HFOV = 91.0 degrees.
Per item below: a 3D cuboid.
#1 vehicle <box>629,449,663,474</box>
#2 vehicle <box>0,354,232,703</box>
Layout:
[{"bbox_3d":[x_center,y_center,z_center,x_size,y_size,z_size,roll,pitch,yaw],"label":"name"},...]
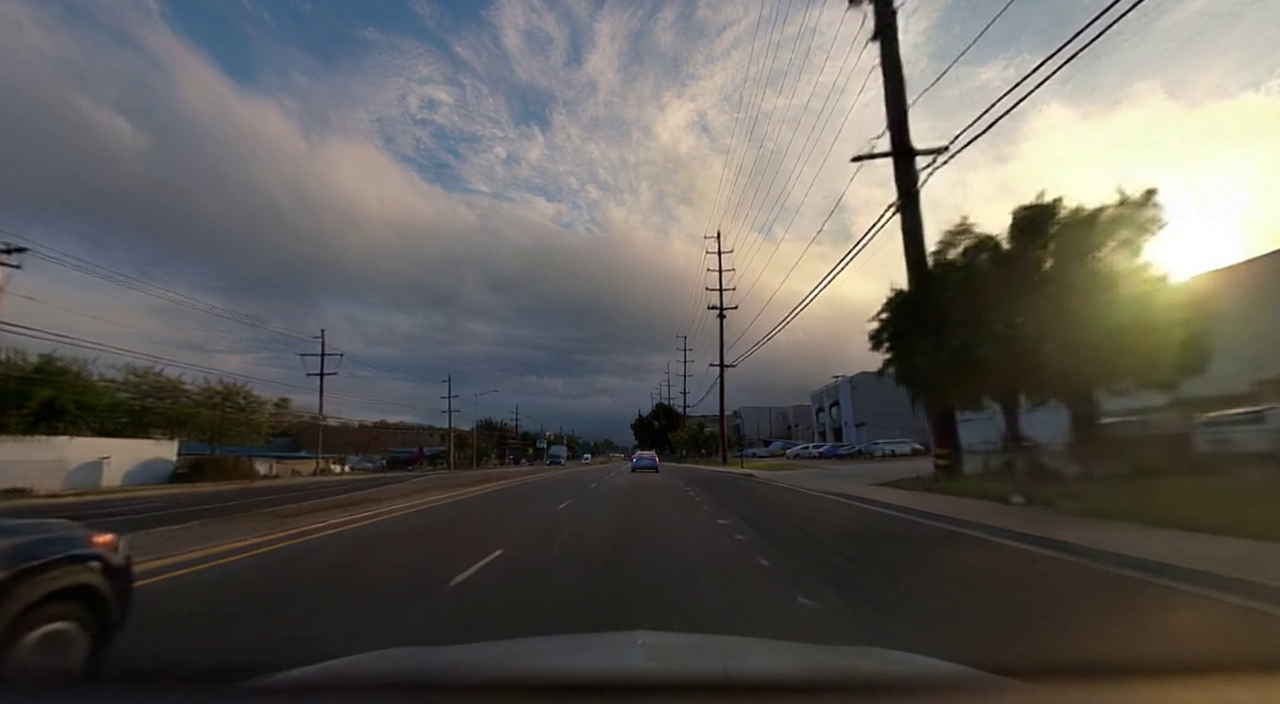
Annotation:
[{"bbox_3d":[0.350,7.091,41.110,2.114,1.492,4.453,0,-8,-1],"label":"vehicle"},{"bbox_3d":[-3.592,0.704,1.413,2.169,1.679,4.723,0,-8,0],"label":"vehicle"}]
